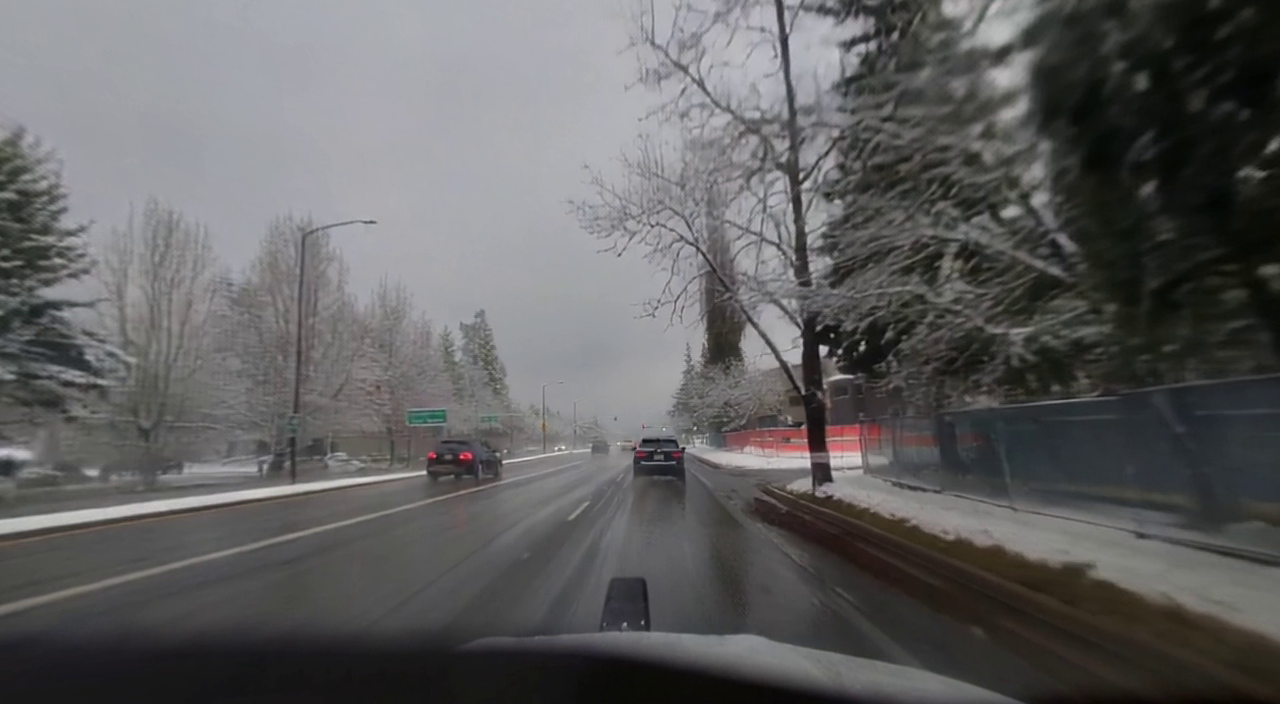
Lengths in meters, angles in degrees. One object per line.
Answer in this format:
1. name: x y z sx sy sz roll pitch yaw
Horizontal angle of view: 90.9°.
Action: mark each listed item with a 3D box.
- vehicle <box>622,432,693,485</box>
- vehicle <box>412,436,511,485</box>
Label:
1. vehicle: 0.605 3.678 21.969 2.227 1.654 4.091 0 -9 1
2. vehicle: -5.914 3.659 21.508 1.877 1.479 4.430 -1 -9 3
